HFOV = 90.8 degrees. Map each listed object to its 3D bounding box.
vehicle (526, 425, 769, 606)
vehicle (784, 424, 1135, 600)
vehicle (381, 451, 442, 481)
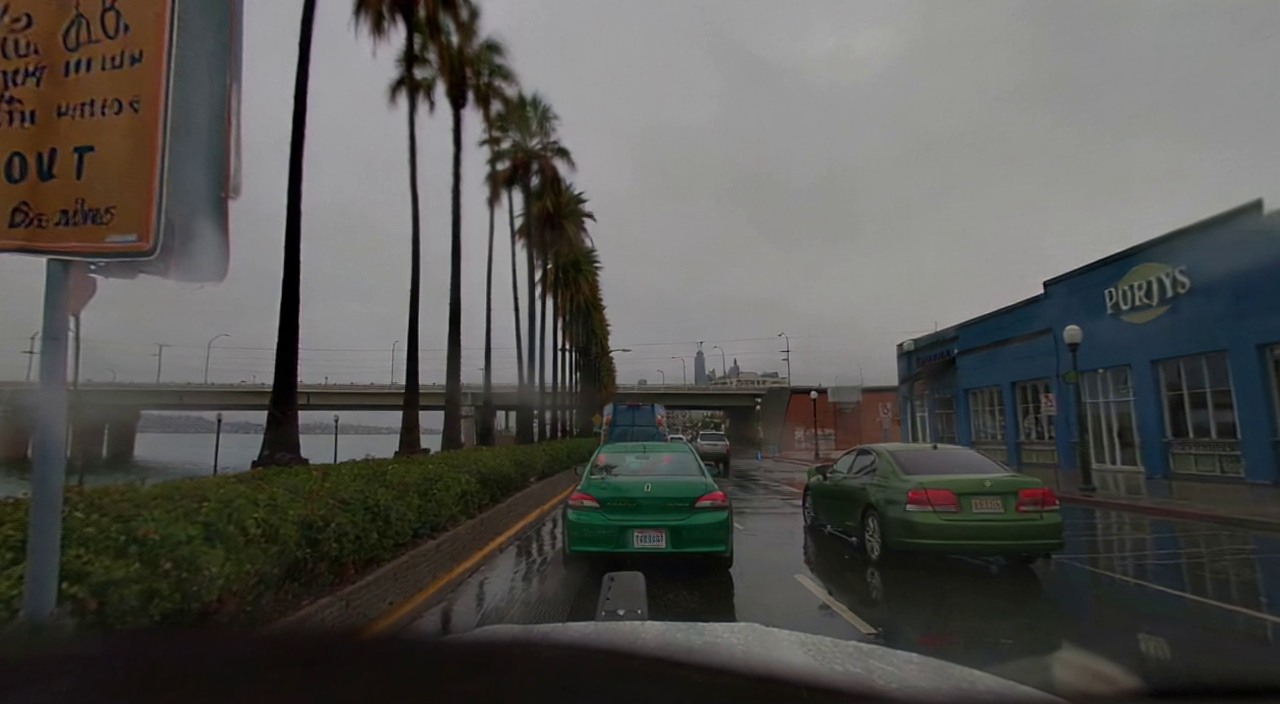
[{"bbox_3d":[0.059,1.668,7.248,2.048,1.503,3.681,0,-9,0],"label":"vehicle"},{"bbox_3d":[3.271,1.716,7.718,1.920,1.490,4.417,0,-9,-1],"label":"vehicle"},{"bbox_3d":[-14.960,7.475,41.701,2.104,1.802,4.852,0,-9,1],"label":"vehicle"}]
